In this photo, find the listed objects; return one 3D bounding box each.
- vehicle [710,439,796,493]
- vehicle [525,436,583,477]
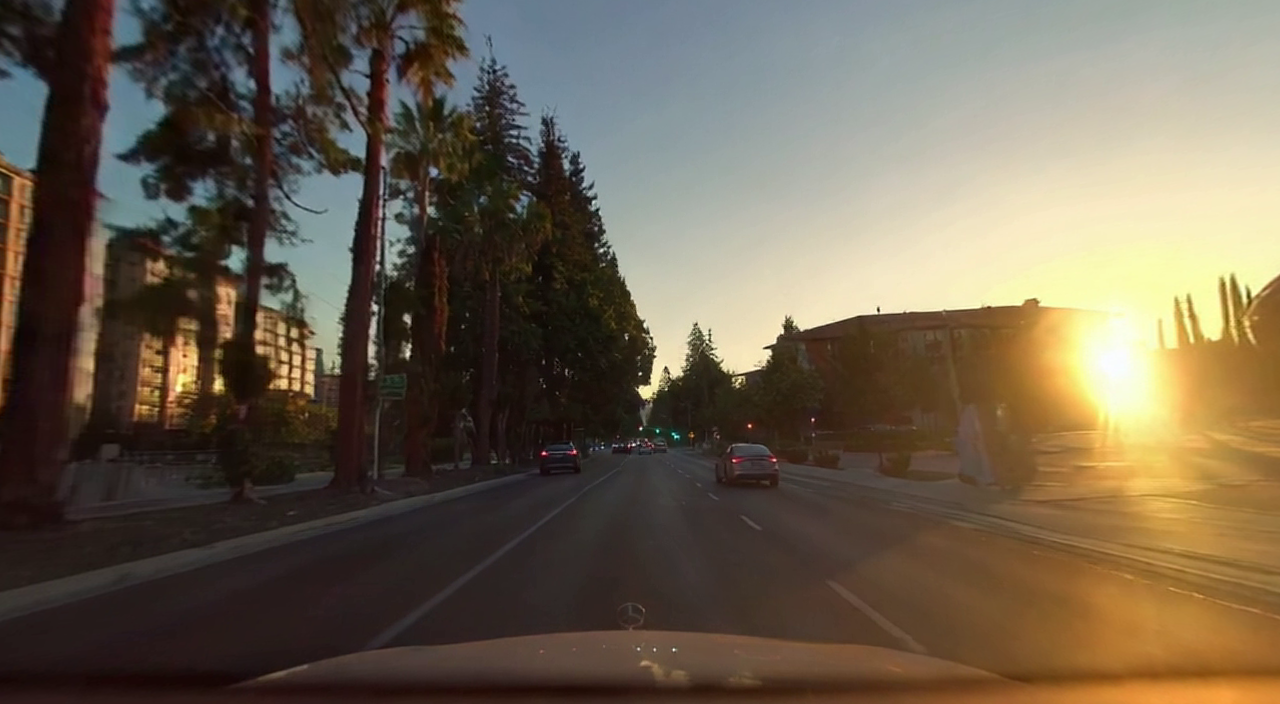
[{"bbox_3d":[3.462,3.578,20.146,1.945,1.530,4.320,0,-8,0],"label":"vehicle"},{"bbox_3d":[-4.058,5.026,30.548,2.216,1.828,4.886,0,-8,-1],"label":"vehicle"}]
